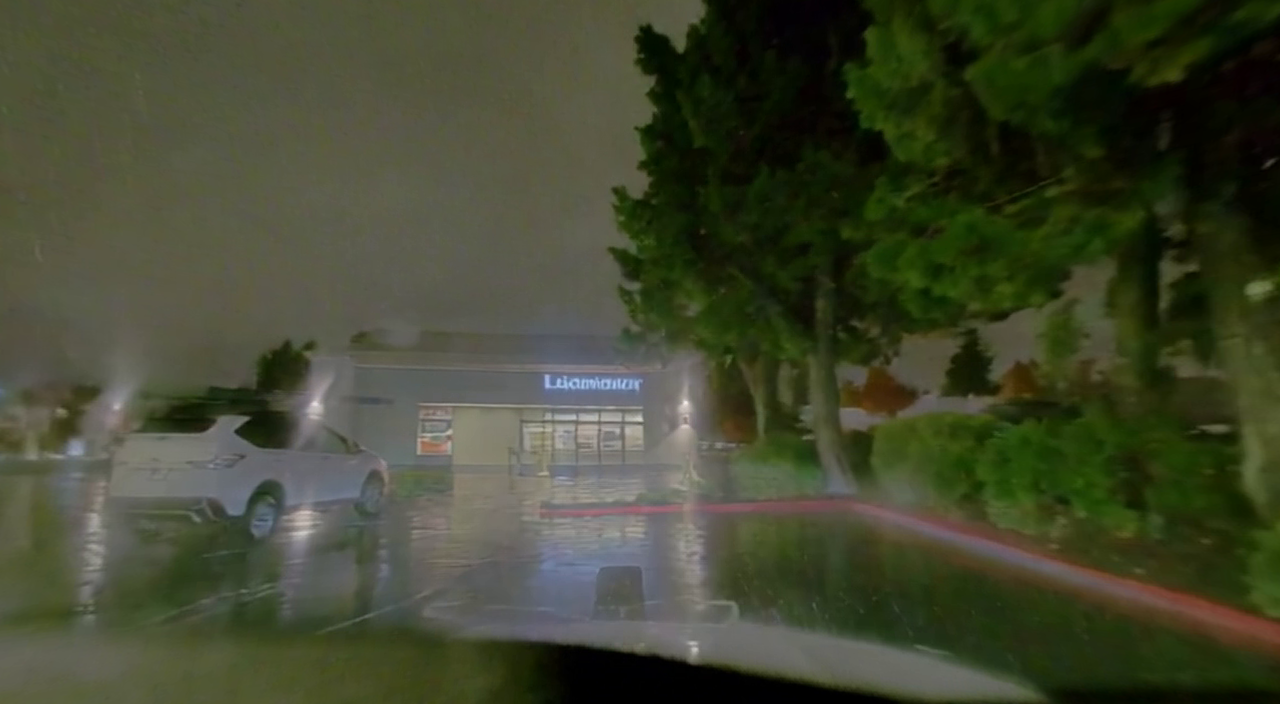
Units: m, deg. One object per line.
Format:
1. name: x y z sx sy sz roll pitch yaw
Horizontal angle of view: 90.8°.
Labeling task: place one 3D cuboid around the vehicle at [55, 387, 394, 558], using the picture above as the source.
1. vehicle: -6.644 1.997 11.189 2.200 2.257 5.237 -2 -8 3
